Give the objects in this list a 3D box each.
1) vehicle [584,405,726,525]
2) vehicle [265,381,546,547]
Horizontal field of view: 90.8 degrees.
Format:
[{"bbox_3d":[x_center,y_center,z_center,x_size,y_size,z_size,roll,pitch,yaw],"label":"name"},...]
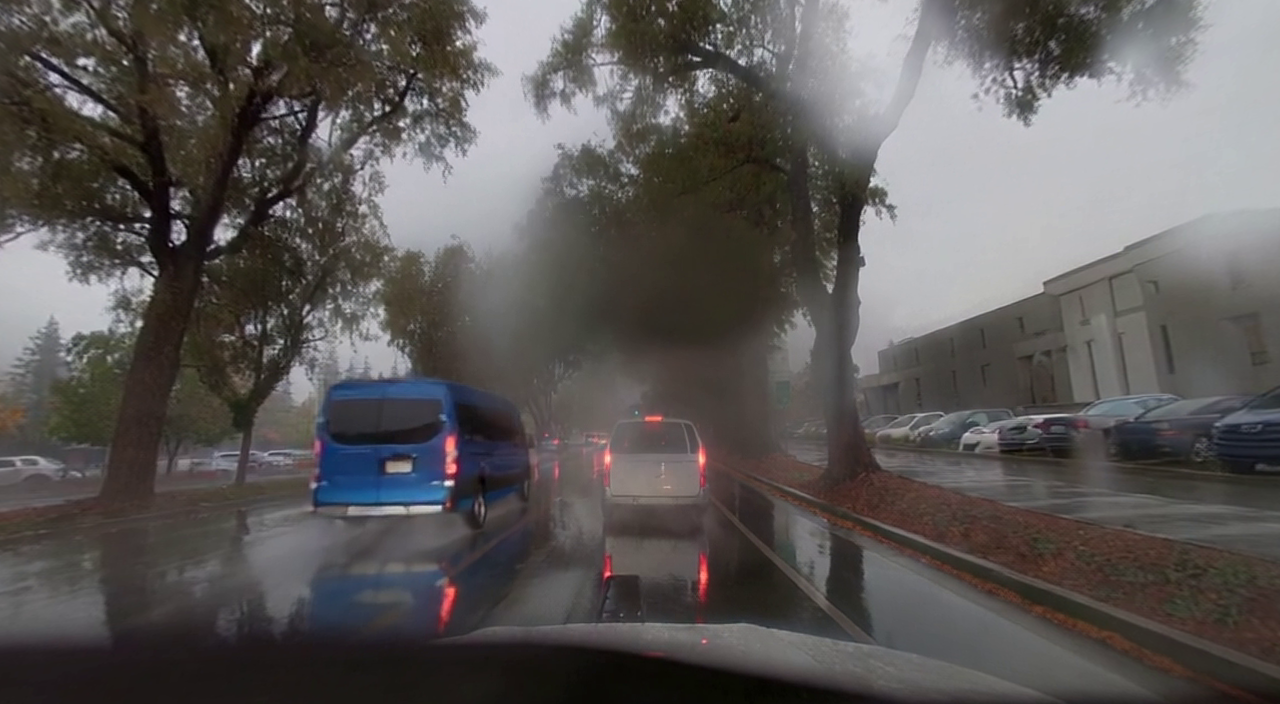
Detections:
[{"bbox_3d":[0.292,2.056,11.885,2.173,1.830,4.189,0,-9,2],"label":"vehicle"},{"bbox_3d":[-3.366,1.808,10.745,2.486,2.074,5.456,0,-9,2],"label":"vehicle"}]
